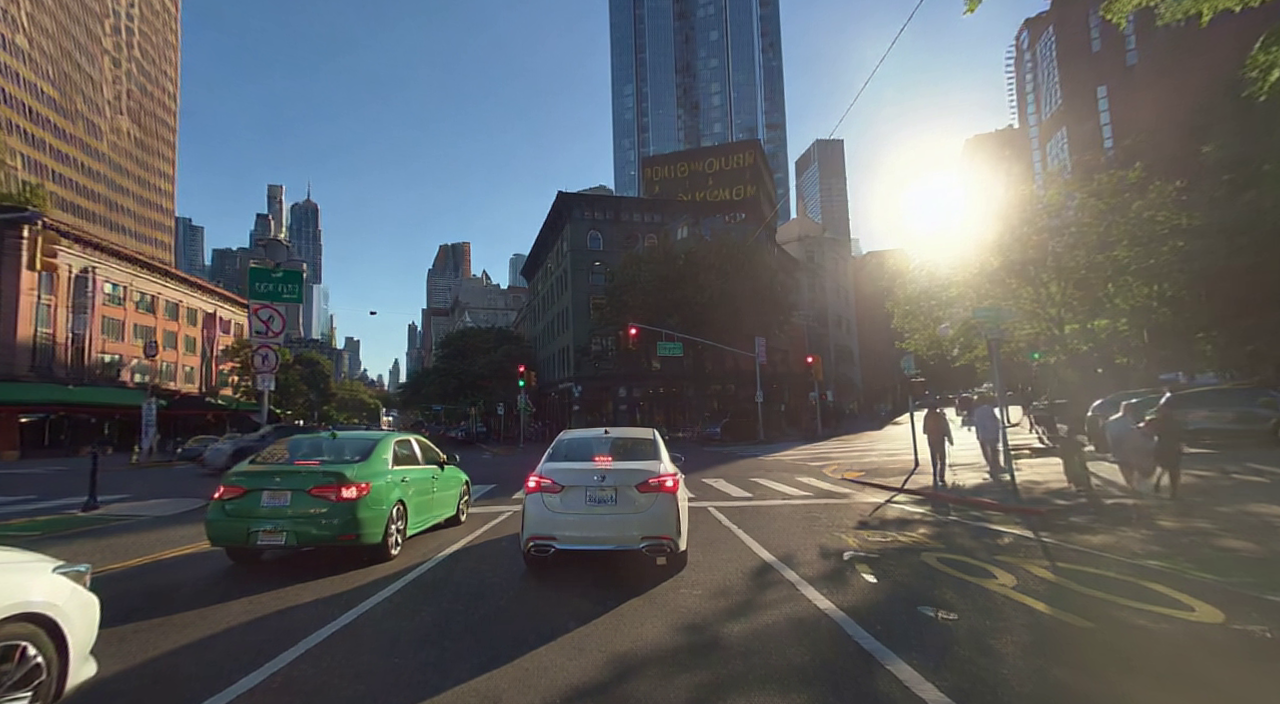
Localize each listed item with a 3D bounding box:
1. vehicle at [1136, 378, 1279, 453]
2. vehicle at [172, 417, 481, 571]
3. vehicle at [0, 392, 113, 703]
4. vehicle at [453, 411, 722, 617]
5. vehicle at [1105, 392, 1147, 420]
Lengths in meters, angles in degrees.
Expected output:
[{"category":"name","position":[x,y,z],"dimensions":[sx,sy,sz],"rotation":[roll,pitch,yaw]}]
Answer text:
[{"category":"vehicle","position":[21.637,2.354,22.876],"dimensions":[5.863,2.493,2.354],"rotation":[2,-9,-12]},{"category":"vehicle","position":[-3.684,1.742,8.521],"dimensions":[1.934,1.522,4.287],"rotation":[0,-8,0]},{"category":"vehicle","position":[-3.906,0.703,1.183],"dimensions":[1.995,1.524,4.438],"rotation":[0,-8,0]},{"category":"vehicle","position":[-0.408,1.498,6.731],"dimensions":[1.999,1.520,3.896],"rotation":[0,-8,0]},{"category":"vehicle","position":[33.733,3.792,43.951],"dimensions":[1.958,1.667,4.392],"rotation":[-6,-10,34]}]
